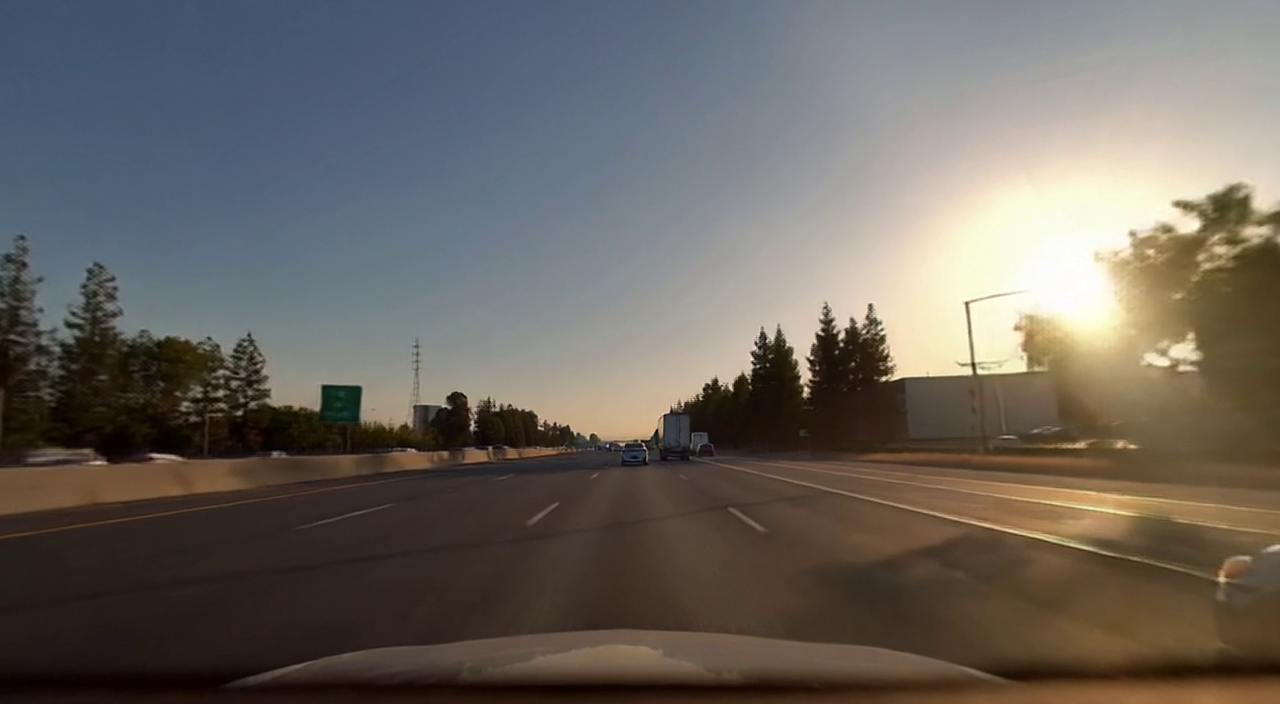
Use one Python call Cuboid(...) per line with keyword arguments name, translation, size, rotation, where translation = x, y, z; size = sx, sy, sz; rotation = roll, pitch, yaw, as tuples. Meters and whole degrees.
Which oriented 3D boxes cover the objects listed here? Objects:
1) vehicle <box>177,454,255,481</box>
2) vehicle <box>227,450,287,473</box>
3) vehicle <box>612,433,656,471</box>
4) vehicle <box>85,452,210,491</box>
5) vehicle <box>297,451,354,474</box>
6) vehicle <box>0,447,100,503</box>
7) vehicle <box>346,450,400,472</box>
Cuboid(name="vehicle", translation=(-25.583, 6.948, 38.347), size=(1.777, 1.412, 4.314), rotation=(0, -8, -1))
Cuboid(name="vehicle", translation=(-29.967, 8.547, 49.550), size=(1.904, 1.592, 4.520), rotation=(0, -8, -1))
Cuboid(name="vehicle", translation=(-0.331, 5.542, 35.190), size=(2.297, 1.912, 4.355), rotation=(0, -8, -1))
Cuboid(name="vehicle", translation=(-21.968, 5.319, 28.497), size=(1.863, 1.464, 4.703), rotation=(0, -8, 0))
Cuboid(name="vehicle", translation=(-22.120, 7.765, 44.662), size=(1.795, 1.438, 4.403), rotation=(0, -8, 0))
Cuboid(name="vehicle", translation=(-18.582, 3.542, 18.367), size=(1.889, 1.525, 4.375), rotation=(0, -8, 0))
Cuboid(name="vehicle", translation=(-18.688, 7.636, 44.418), size=(1.898, 1.438, 4.179), rotation=(0, -8, 1))
